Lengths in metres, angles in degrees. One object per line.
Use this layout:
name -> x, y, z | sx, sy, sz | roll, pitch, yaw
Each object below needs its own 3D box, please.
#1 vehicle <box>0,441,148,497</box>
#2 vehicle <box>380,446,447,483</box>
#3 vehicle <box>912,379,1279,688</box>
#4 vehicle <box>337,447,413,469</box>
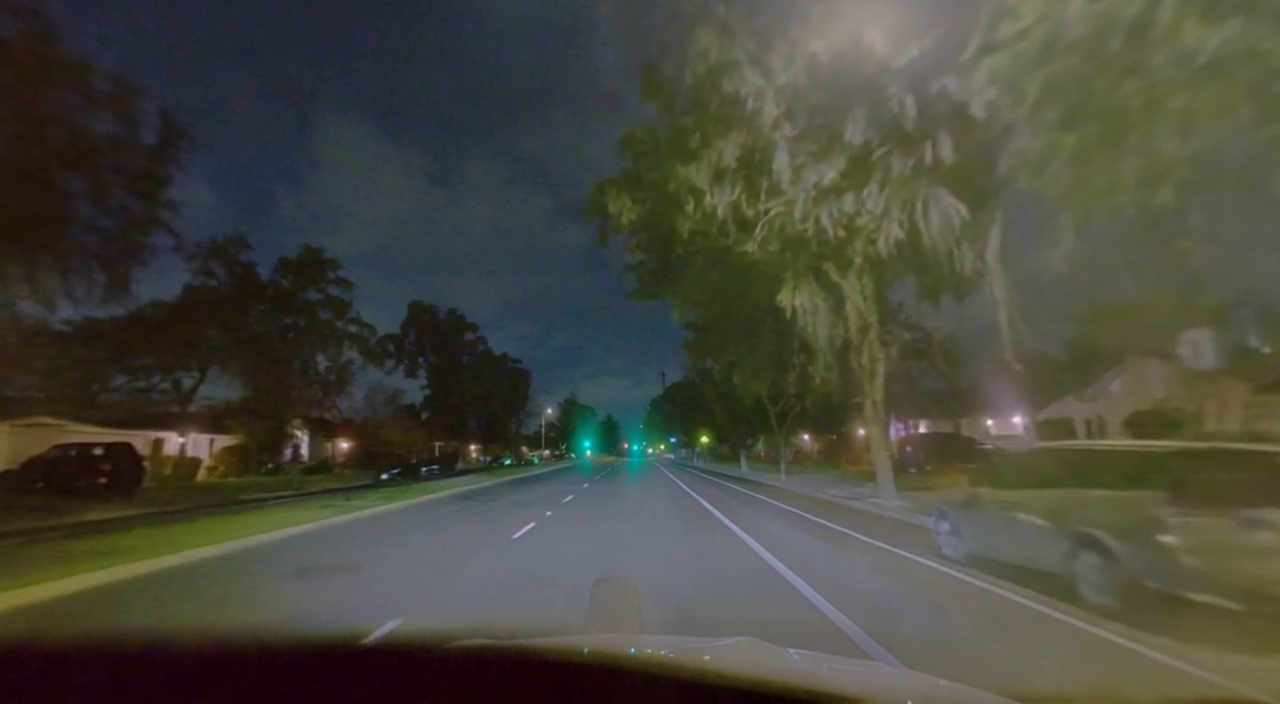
vehicle -> -20.863, 4.165, 22.625 | 4.698, 1.862, 2.116 | -1, -9, 3
vehicle -> -12.564, 6.241, 35.346 | 2.003, 1.804, 4.554 | -1, -7, 1
vehicle -> 4.814, 1.408, 6.065 | 2.196, 1.801, 4.778 | 0, -9, -1
vehicle -> -20.895, 8.354, 49.895 | 4.971, 1.664, 2.273 | 0, -9, -1
